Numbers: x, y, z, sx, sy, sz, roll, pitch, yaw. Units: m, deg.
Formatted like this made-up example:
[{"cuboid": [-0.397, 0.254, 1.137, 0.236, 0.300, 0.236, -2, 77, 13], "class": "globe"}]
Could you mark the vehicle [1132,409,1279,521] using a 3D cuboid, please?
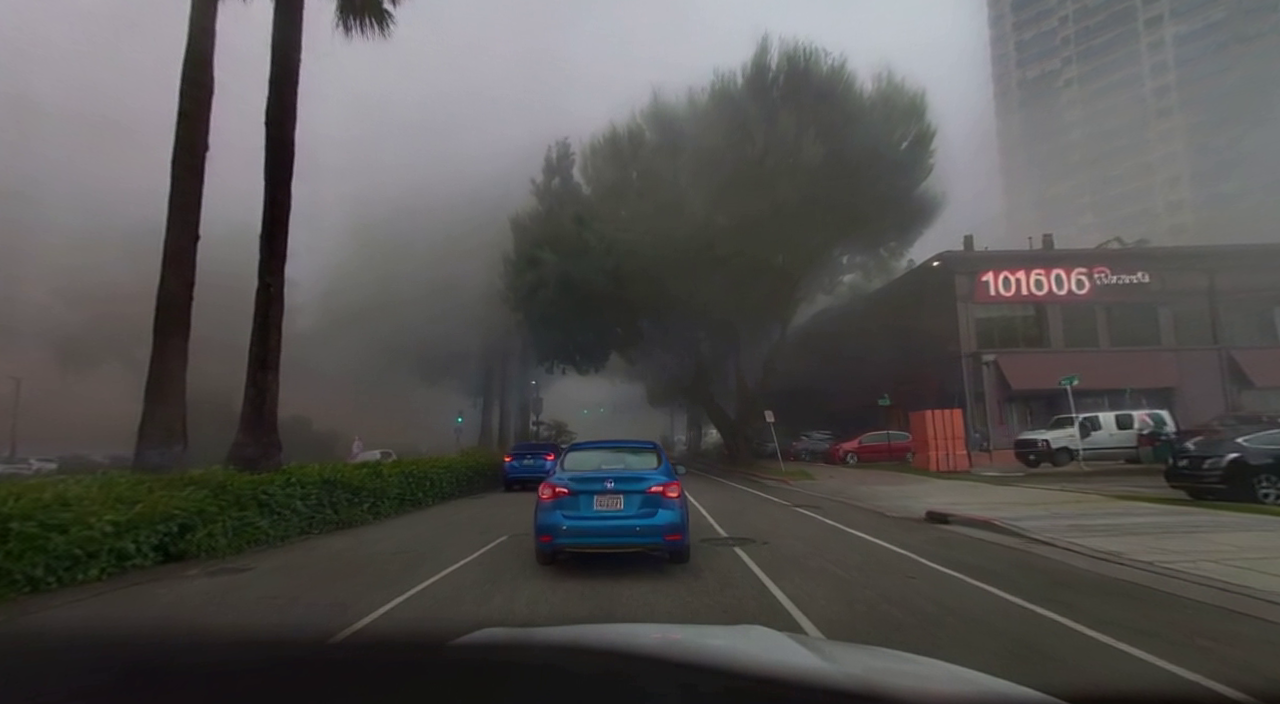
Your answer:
[{"cuboid": [12.632, 1.963, 11.683, 5.188, 1.805, 2.228, -2, -8, -2], "class": "vehicle"}]

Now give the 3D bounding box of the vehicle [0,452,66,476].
[{"cuboid": [-41.650, 7.506, 42.372, 4.261, 1.507, 1.977, 0, -8, 0], "class": "vehicle"}]

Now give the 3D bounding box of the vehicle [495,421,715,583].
[{"cuboid": [-0.307, 1.656, 7.702, 2.004, 1.465, 3.713, 0, -8, 0], "class": "vehicle"}]

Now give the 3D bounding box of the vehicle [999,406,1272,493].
[{"cuboid": [12.885, 2.583, 16.807, 5.187, 1.962, 2.196, -3, -9, 3], "class": "vehicle"}]
